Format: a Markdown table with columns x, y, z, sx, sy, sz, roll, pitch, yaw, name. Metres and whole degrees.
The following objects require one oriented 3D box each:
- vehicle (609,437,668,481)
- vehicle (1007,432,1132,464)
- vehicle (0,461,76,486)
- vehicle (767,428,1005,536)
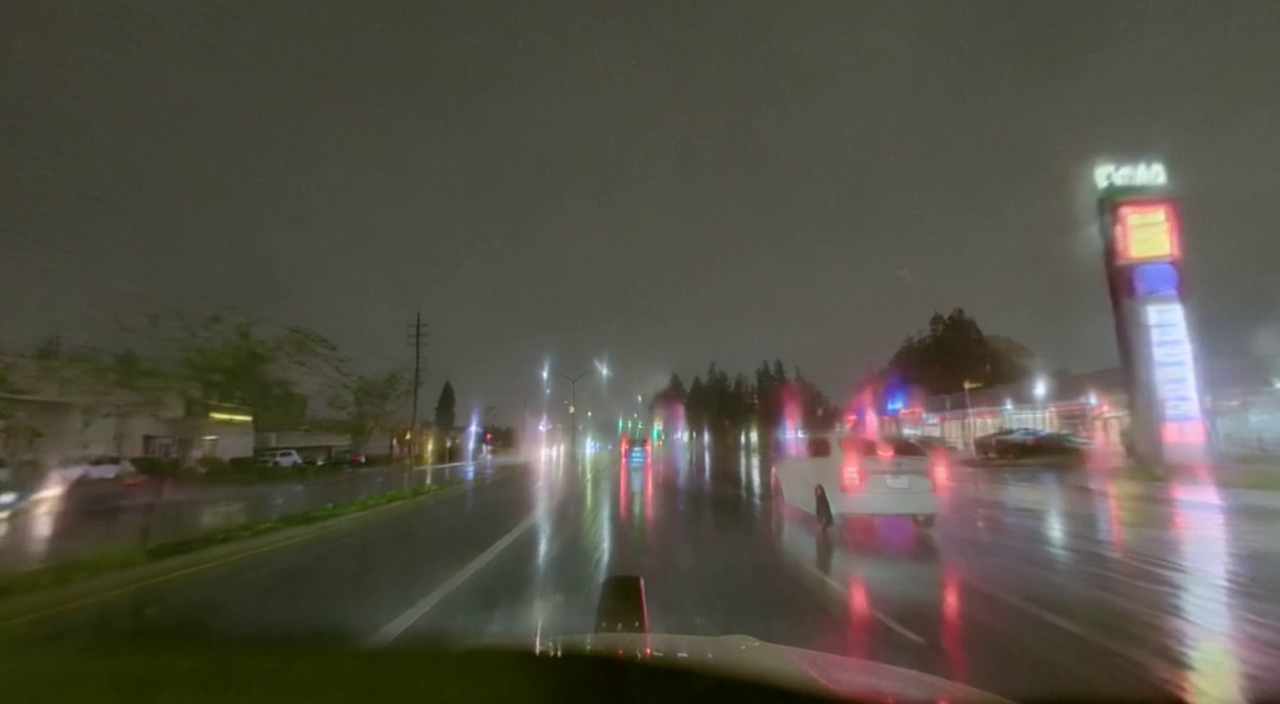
| x | y | z | sx | sy | sz | roll | pitch | yaw | name |
| --- | --- | --- | --- | --- | --- | --- | --- | --- | --- |
| -0.085 | 3.888 | 23.113 | 1.998 | 1.452 | 3.773 | 0 | -9 | -1 | vehicle |
| 21.700 | 4.881 | 31.967 | 4.763 | 1.544 | 2.047 | 0 | -9 | 1 | vehicle |
| -41.684 | 8.274 | 42.999 | 1.833 | 1.478 | 4.769 | 0 | -9 | -1 | vehicle |
| 3.856 | 2.142 | 11.025 | 2.153 | 1.456 | 4.705 | 0 | -9 | -2 | vehicle |
